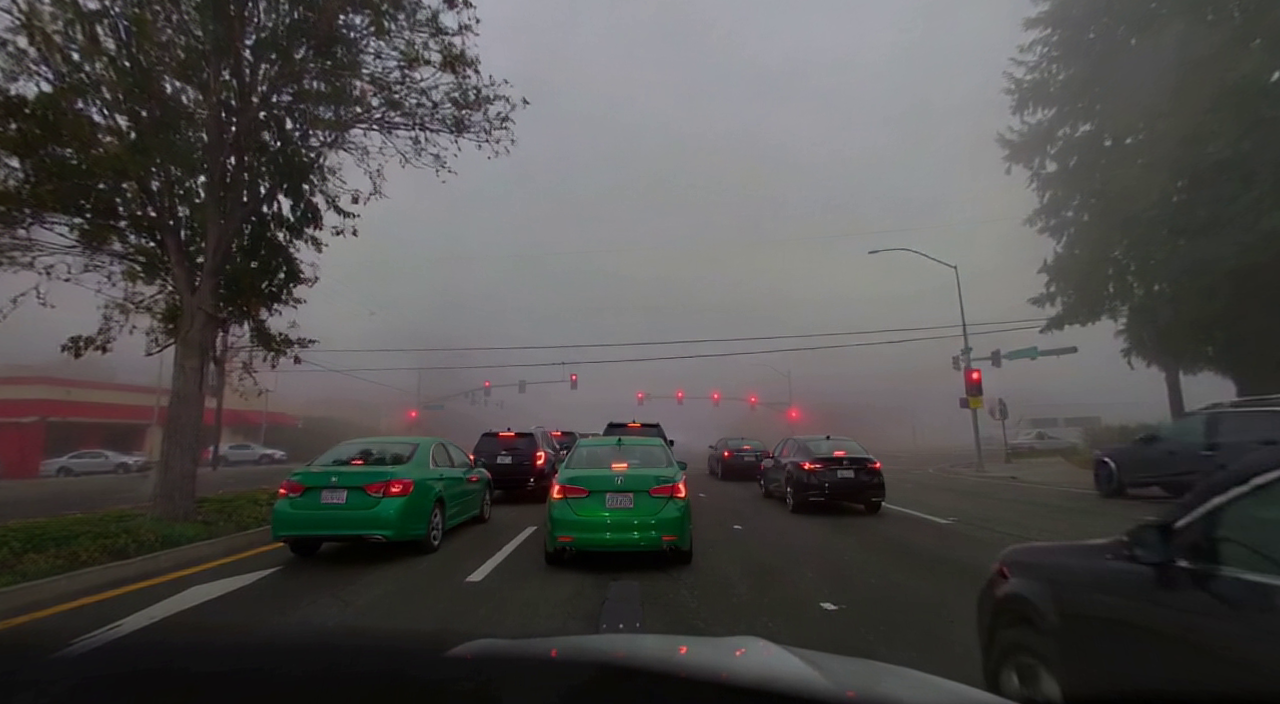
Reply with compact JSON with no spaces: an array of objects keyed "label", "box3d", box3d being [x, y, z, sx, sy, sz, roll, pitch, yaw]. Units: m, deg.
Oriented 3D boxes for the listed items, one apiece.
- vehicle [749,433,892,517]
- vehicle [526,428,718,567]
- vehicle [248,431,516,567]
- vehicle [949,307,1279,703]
[{"label":"vehicle","box3d":[3.553,2.478,13.271,1.880,1.476,3.932,0,-8,1]},{"label":"vehicle","box3d":[-0.202,1.837,8.706,2.041,1.450,3.847,0,-8,0]},{"label":"vehicle","box3d":[-3.203,1.891,8.937,1.917,1.441,4.128,-1,-8,2]},{"label":"vehicle","box3d":[2.963,0.630,1.278,2.196,1.676,4.865,0,-8,0]}]
